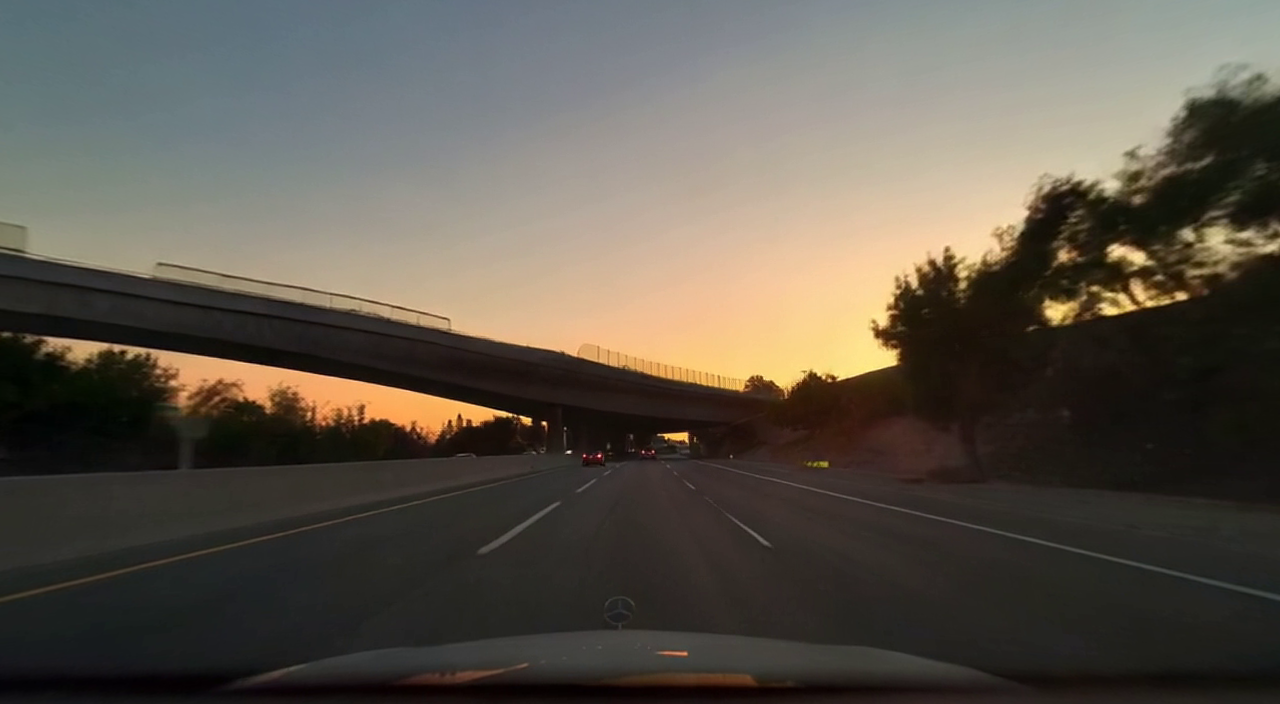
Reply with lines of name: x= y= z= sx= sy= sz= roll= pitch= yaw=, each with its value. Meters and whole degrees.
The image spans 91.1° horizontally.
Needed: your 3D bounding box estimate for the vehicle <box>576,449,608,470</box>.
vehicle: x=-3.555 y=8.068 z=47.401 sx=2.001 sy=1.521 sz=3.900 roll=-1 pitch=-9 yaw=1
